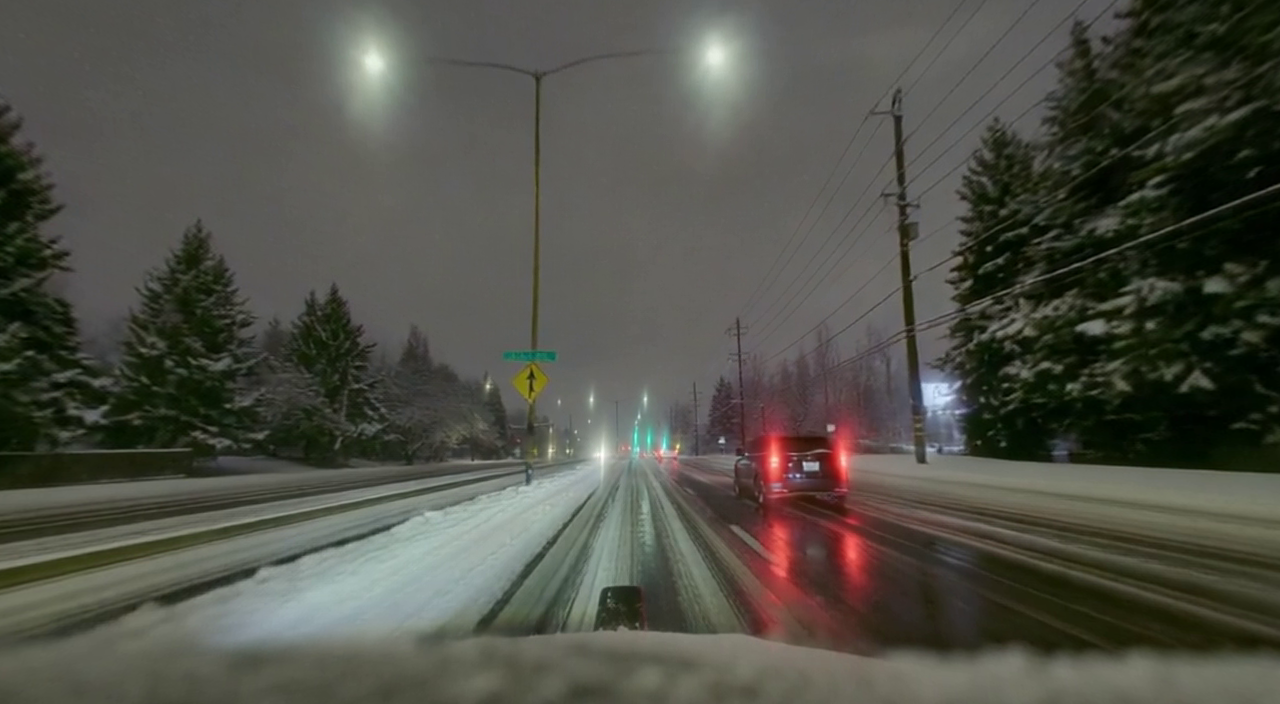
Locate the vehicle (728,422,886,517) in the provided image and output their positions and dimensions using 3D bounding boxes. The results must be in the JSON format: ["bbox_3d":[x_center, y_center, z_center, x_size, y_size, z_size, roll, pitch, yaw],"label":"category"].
[{"bbox_3d":[3.248,2.380,13.261,2.078,1.668,4.078,0,-8,-2],"label":"vehicle"}]
